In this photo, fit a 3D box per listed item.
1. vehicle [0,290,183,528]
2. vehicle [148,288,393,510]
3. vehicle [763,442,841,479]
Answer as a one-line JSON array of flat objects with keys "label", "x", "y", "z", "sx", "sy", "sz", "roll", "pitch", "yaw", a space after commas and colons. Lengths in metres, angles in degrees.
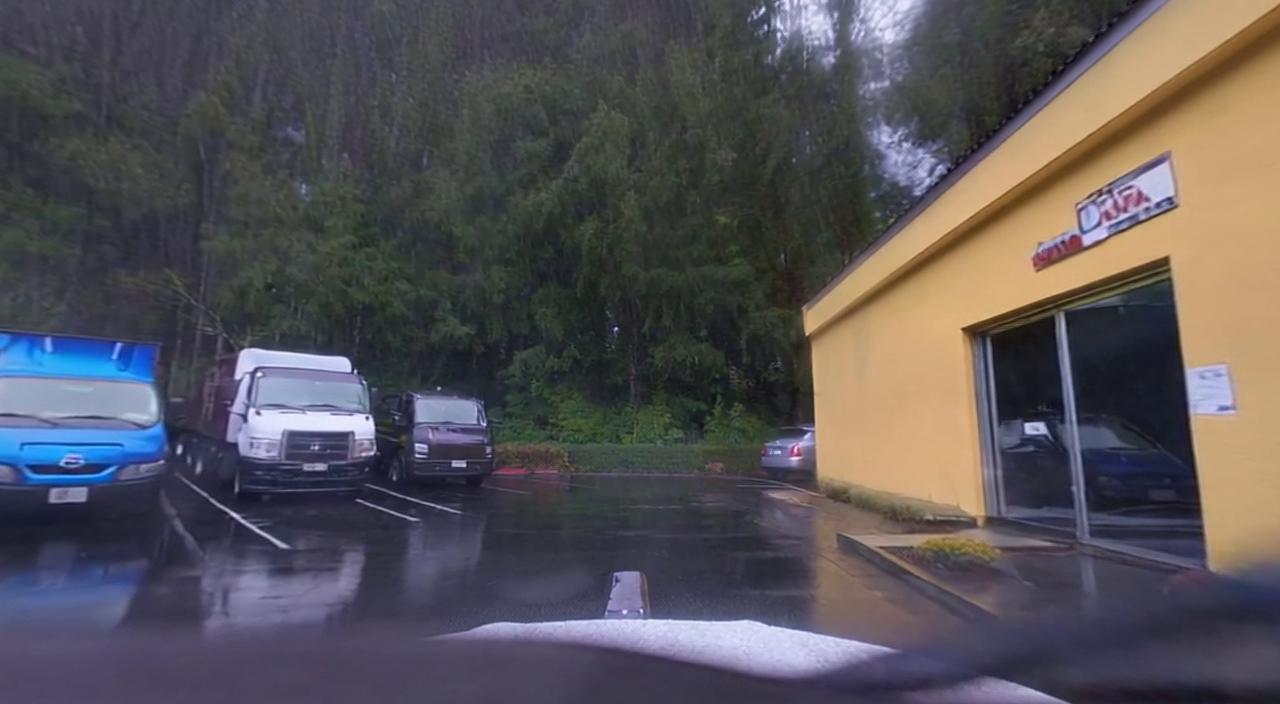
[{"label": "vehicle", "x": -13.753, "y": 1.658, "z": 15.058, "sx": 3.038, "sy": 3.871, "sz": 11.512, "roll": 8, "pitch": -12, "yaw": -41}, {"label": "vehicle", "x": -10.509, "y": 1.652, "z": 16.880, "sx": 2.948, "sy": 4.069, "sz": 11.906, "roll": 8, "pitch": -12, "yaw": -42}, {"label": "vehicle", "x": 7.235, "y": 4.808, "z": 28.077, "sx": 1.809, "sy": 1.506, "sz": 3.473, "roll": -9, "pitch": -12, "yaw": 44}]
